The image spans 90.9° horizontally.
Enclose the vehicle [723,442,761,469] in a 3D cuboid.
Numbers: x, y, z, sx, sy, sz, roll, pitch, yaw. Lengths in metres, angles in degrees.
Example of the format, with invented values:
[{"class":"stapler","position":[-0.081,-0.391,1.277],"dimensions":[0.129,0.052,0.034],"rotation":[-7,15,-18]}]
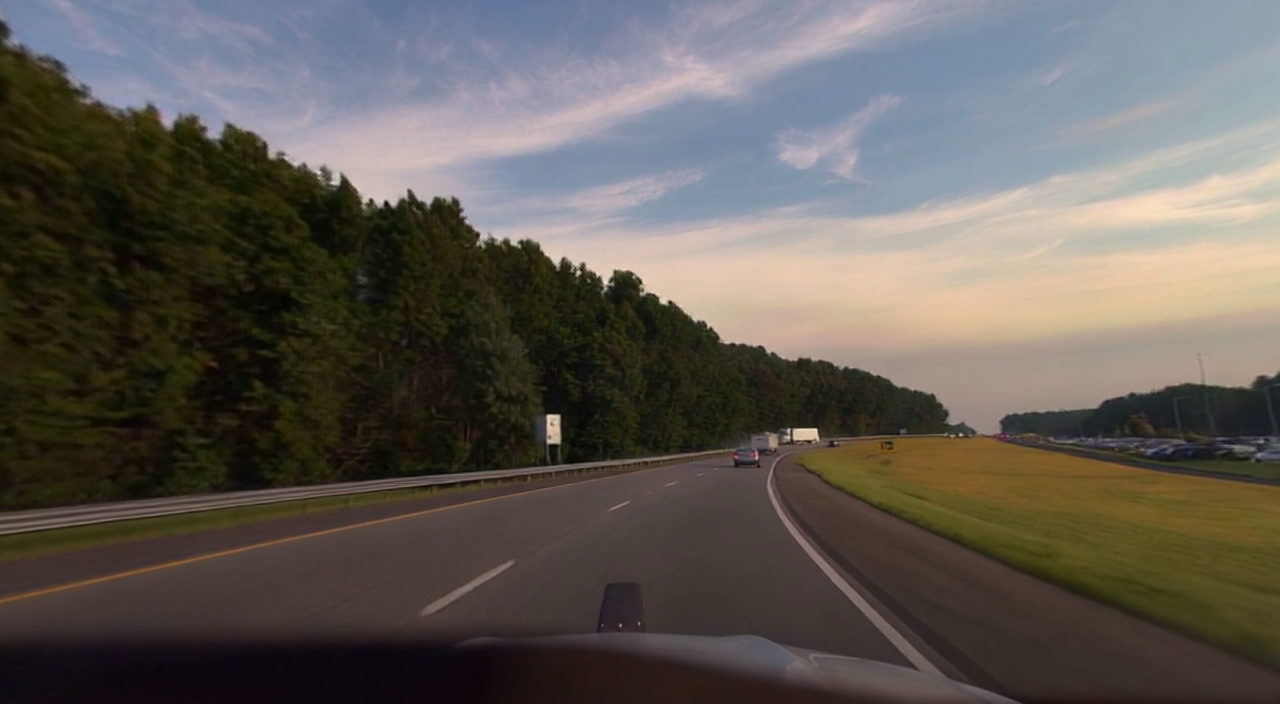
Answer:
[{"class":"vehicle","position":[6.945,6.954,42.526],"dimensions":[2.221,1.674,4.325],"rotation":[-2,-9,12]}]
